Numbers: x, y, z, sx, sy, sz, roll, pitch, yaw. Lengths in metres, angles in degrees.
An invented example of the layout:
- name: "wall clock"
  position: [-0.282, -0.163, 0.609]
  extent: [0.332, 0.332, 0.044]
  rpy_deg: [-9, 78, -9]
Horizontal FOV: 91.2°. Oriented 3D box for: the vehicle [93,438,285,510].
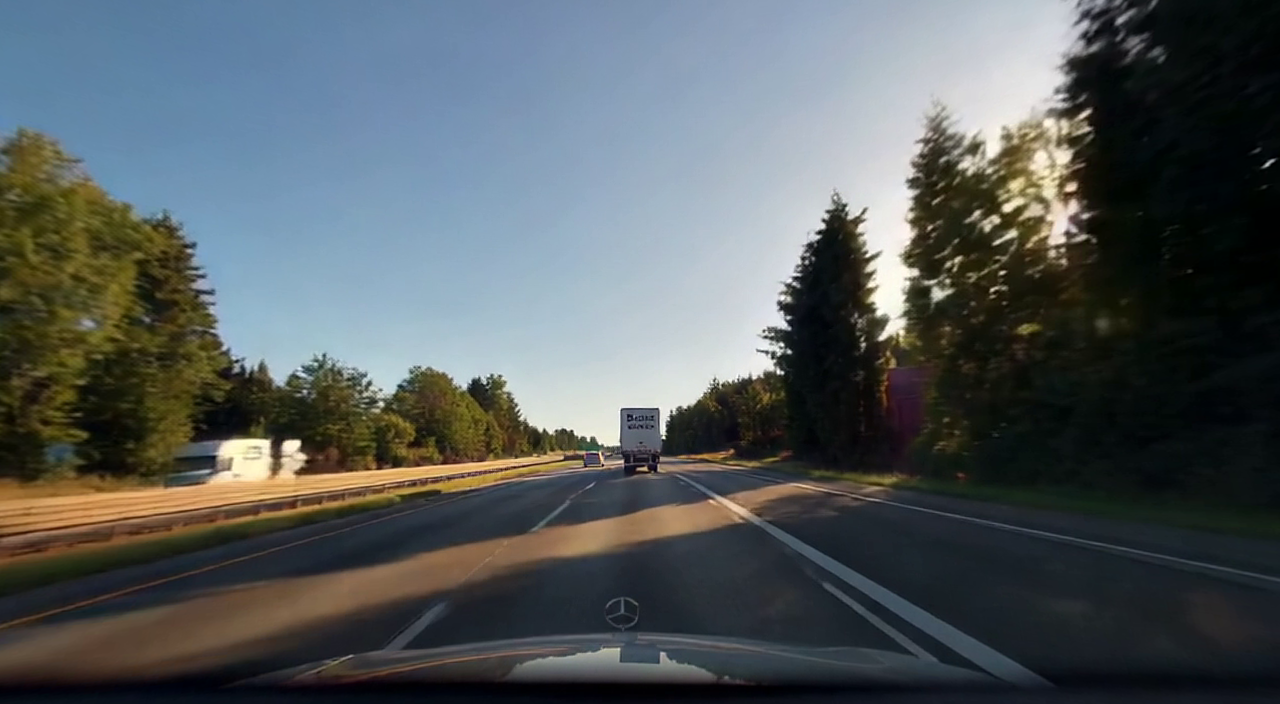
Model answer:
- name: "vehicle"
  position: [-16.930, 4.581, 24.224]
  extent: [2.502, 2.373, 6.551]
  rpy_deg: [0, -9, 0]
